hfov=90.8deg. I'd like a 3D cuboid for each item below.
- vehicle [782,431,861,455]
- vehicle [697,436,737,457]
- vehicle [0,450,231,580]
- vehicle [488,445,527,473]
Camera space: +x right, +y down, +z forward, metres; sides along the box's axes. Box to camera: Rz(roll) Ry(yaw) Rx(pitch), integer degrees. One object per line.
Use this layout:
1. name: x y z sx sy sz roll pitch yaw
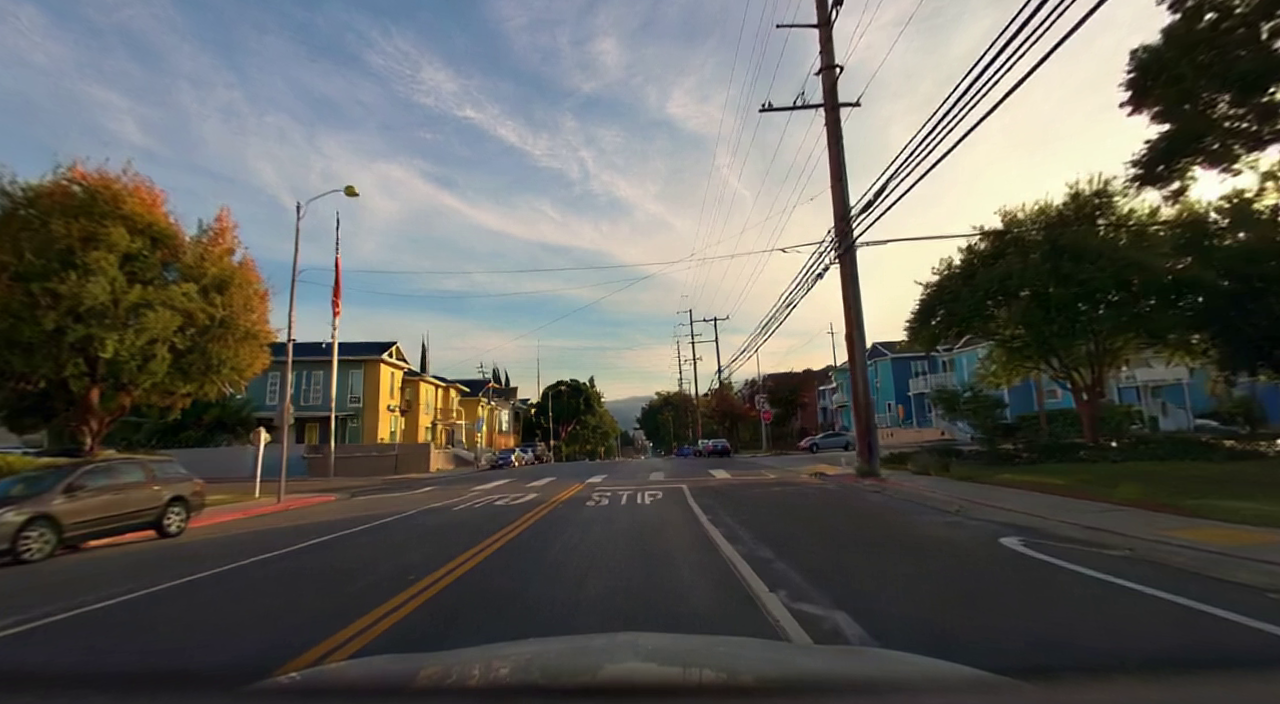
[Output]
1. vehicle: 11.471 5.758 40.064 4.336 1.424 1.954 1 -9 -9
2. vehicle: 5.664 7.017 46.955 2.059 1.502 4.824 0 -8 -4
3. vehicle: -8.912 2.421 9.904 1.984 1.465 4.622 -5 -7 0
4. vehicle: -9.385 7.572 45.053 1.900 1.683 4.486 -5 -8 -4
